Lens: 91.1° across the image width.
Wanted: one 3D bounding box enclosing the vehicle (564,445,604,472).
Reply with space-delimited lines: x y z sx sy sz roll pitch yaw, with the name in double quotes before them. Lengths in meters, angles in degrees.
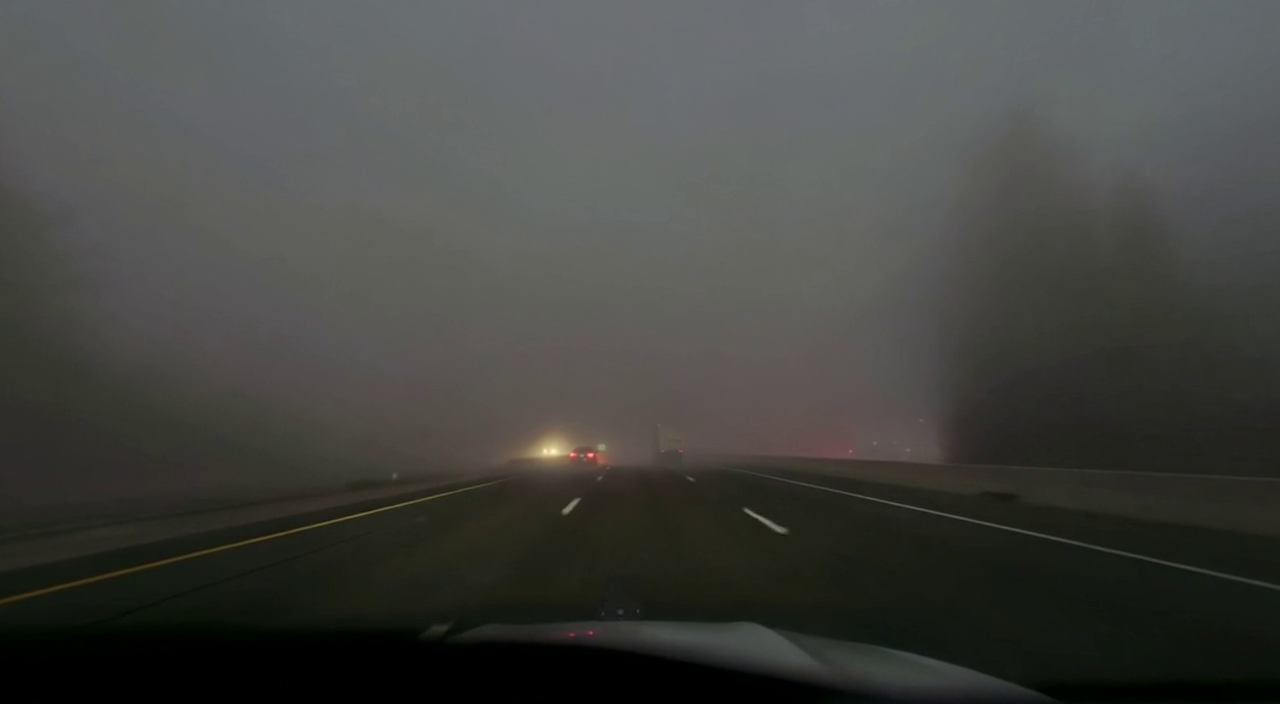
"vehicle" -3.322 6.472 38.265 2.100 1.525 4.179 0 -9 0
